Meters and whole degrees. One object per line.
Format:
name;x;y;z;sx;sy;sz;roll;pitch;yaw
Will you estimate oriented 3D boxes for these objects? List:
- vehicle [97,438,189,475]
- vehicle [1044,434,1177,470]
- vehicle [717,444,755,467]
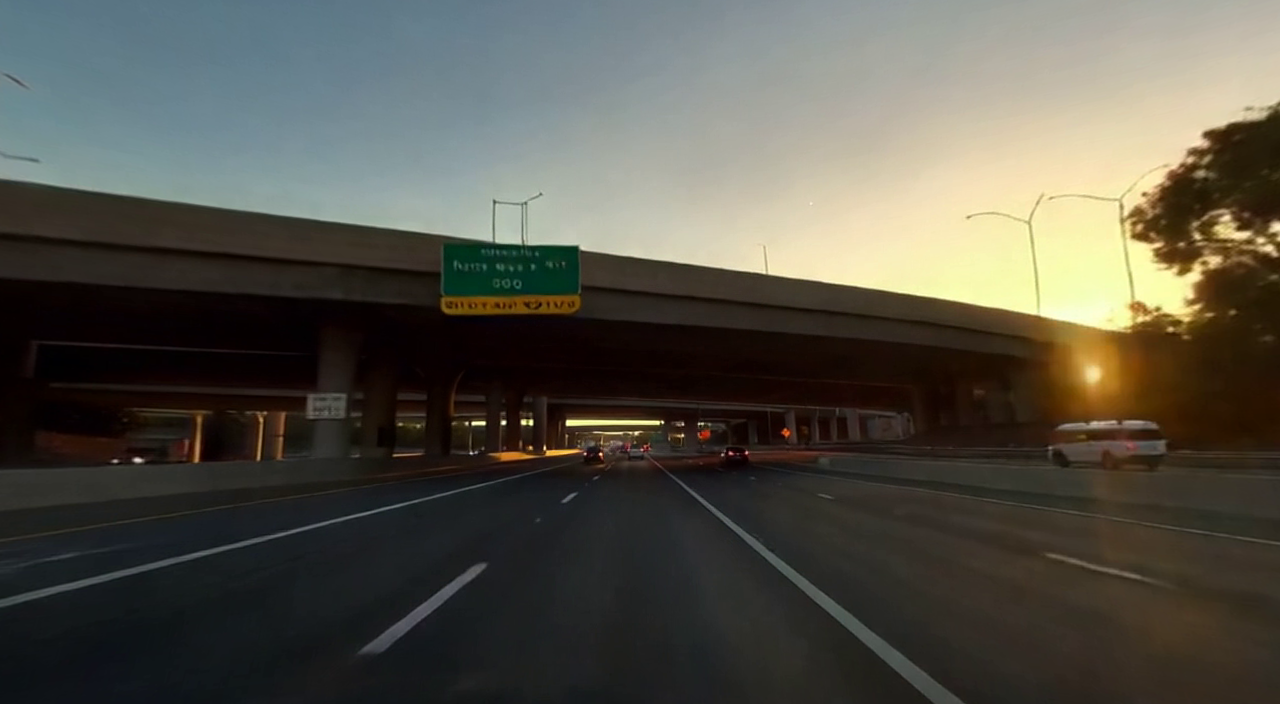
vehicle;-38.233;8.046;48.898;2.385;2.644;5.881;0;-8;-2
vehicle;21.081;4.505;28.655;1.821;1.479;5.004;1;-8;-6
vehicle;7.011;7.620;46.635;2.075;1.611;4.421;0;-8;-1
